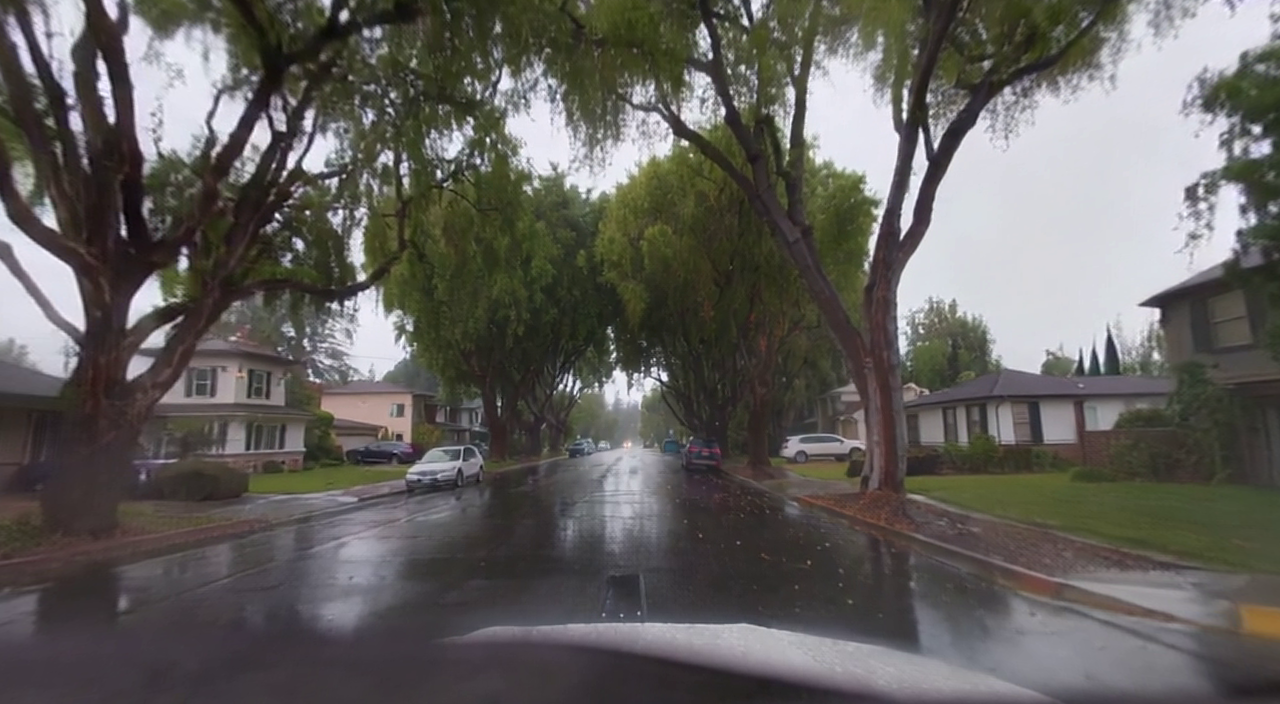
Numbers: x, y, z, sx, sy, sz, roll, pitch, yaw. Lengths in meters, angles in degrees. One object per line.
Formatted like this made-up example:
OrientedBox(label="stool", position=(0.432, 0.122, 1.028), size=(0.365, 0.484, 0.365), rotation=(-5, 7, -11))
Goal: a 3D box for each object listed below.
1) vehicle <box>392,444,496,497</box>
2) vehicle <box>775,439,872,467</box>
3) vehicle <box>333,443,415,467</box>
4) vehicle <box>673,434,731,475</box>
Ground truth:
OrientedBox(label="vehicle", position=(-6.510, 3.939, 21.551), size=(2.099, 1.399, 4.357), rotation=(-4, -7, 1))
OrientedBox(label="vehicle", position=(10.212, 5.684, 35.515), size=(5.041, 1.486, 1.969), rotation=(-2, -8, 11))
OrientedBox(label="vehicle", position=(-16.410, 6.355, 39.074), size=(4.276, 1.463, 1.832), rotation=(-1, -8, 6))
OrientedBox(label="vehicle", position=(3.017, 5.138, 31.938), size=(2.241, 1.875, 5.059), rotation=(0, -8, -2))
